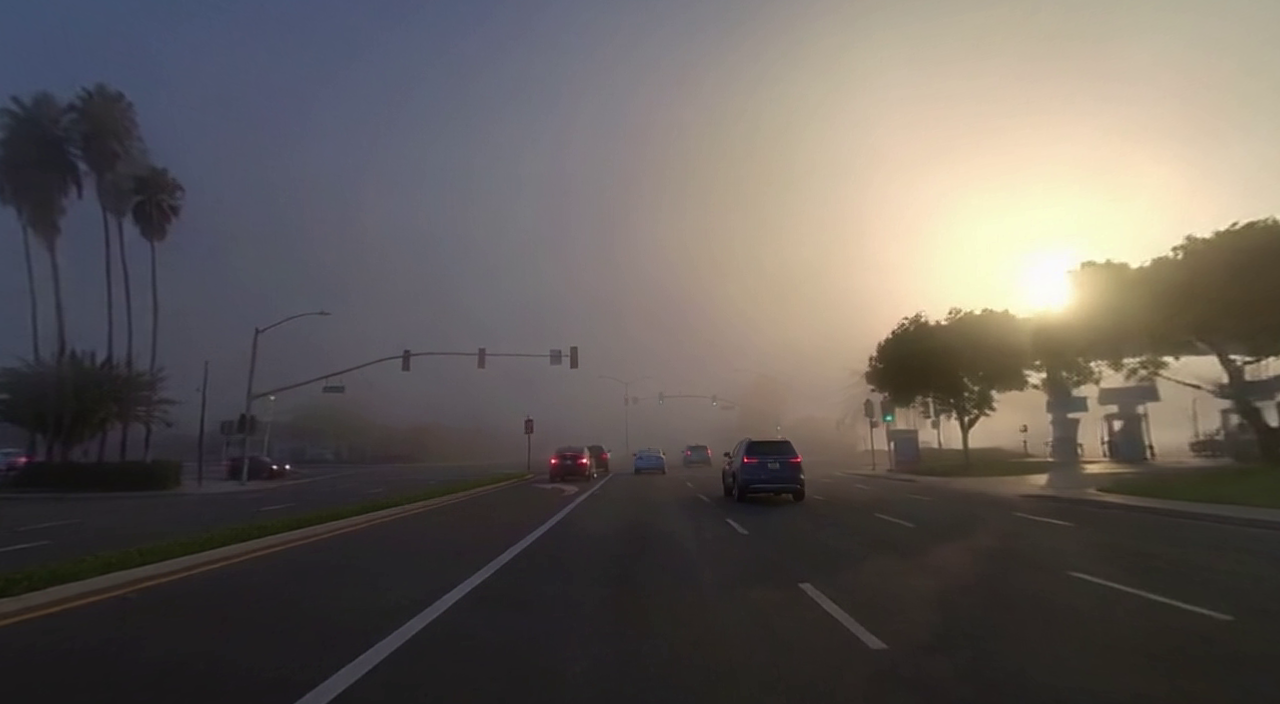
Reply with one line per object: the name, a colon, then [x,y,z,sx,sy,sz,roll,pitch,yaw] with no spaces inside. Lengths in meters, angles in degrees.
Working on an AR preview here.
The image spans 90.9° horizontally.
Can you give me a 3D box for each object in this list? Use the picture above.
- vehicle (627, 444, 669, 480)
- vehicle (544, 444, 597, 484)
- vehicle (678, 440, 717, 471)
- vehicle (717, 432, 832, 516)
vehicle: [0.377,5.435,31.549,1.991,1.664,3.814,0,-8,0]
vehicle: [-2.935,4.822,27.484,1.788,1.600,4.298,0,-8,1]
vehicle: [3.789,6.941,42.546,2.154,1.975,4.634,0,-8,0]
vehicle: [3.087,2.860,15.321,1.872,1.752,3.896,0,-8,-1]
